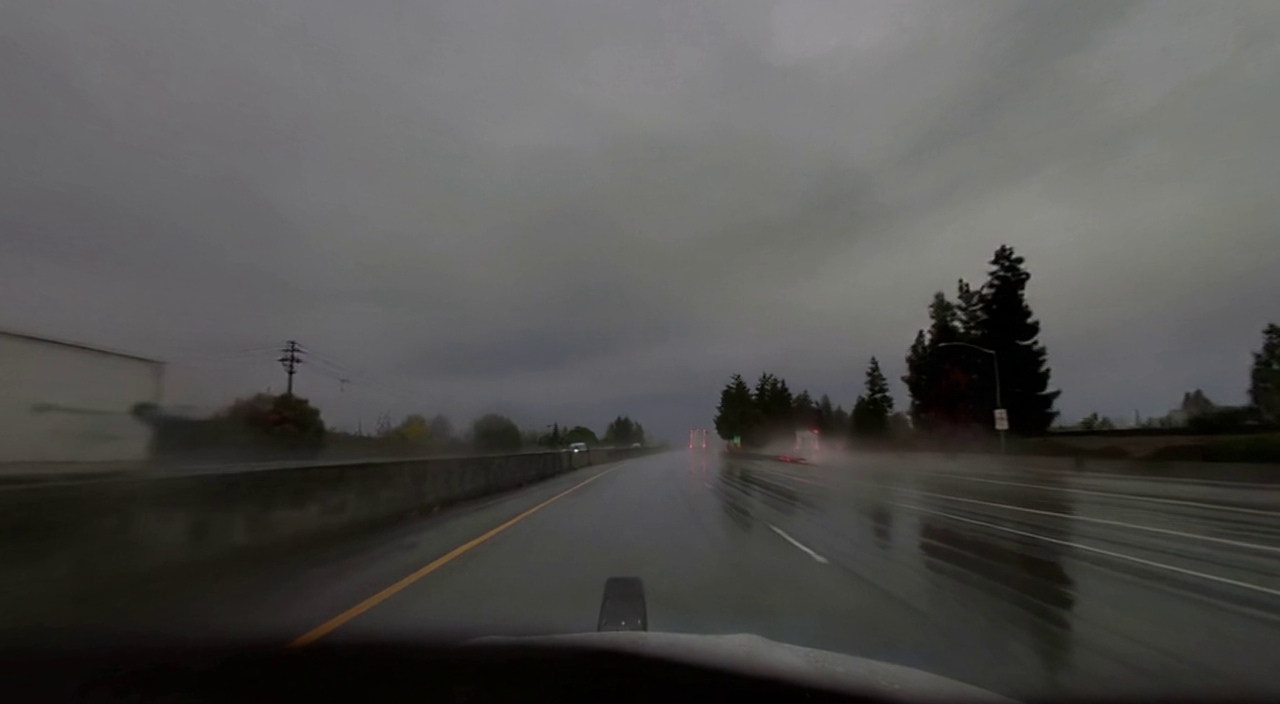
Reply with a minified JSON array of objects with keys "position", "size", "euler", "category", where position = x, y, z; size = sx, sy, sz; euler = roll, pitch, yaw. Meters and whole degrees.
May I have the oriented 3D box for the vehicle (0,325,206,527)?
[{"position":[-14.645,1.284,11.399],"size":[2.854,4.101,14.140],"euler":[-1,-9,3],"category":"vehicle"}]
